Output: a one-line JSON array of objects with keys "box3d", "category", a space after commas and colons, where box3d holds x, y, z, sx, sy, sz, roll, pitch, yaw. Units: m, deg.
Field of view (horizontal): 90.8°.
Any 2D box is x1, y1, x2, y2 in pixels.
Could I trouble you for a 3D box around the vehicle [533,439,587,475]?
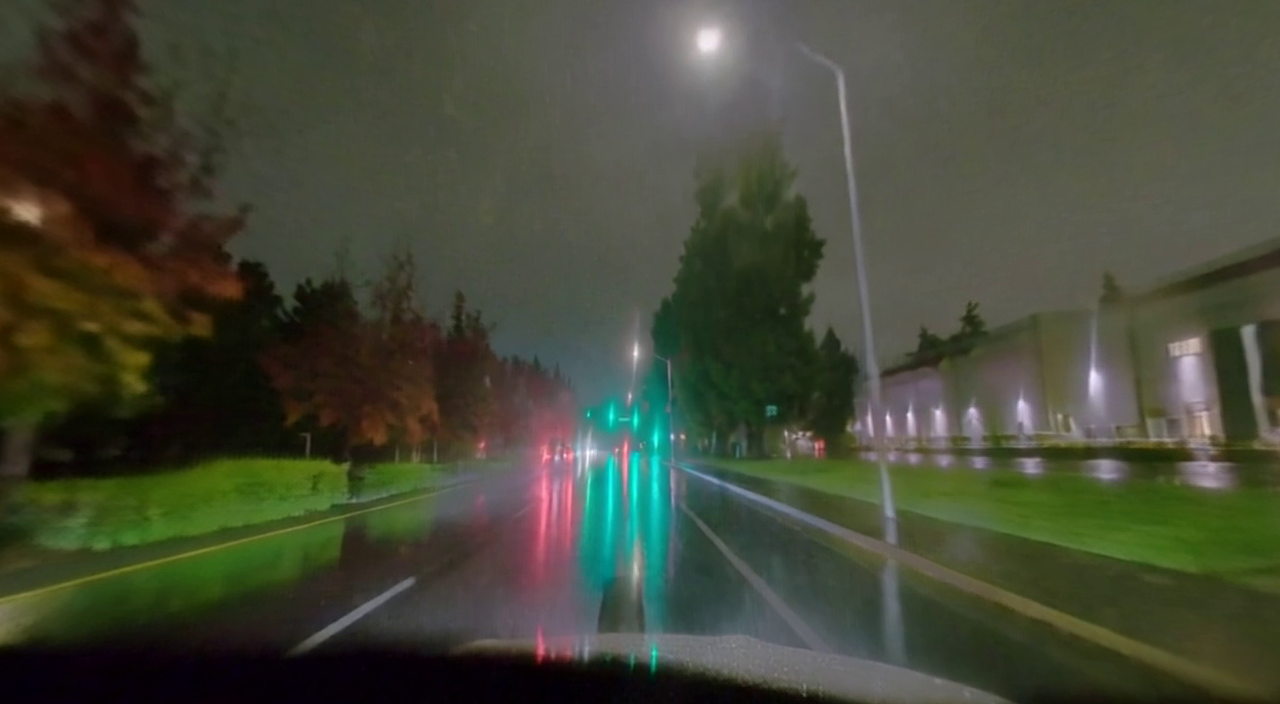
[{"box3d": [-4.058, 5.408, 32.840, 2.202, 1.685, 4.772, 0, -9, 0], "category": "vehicle"}]
